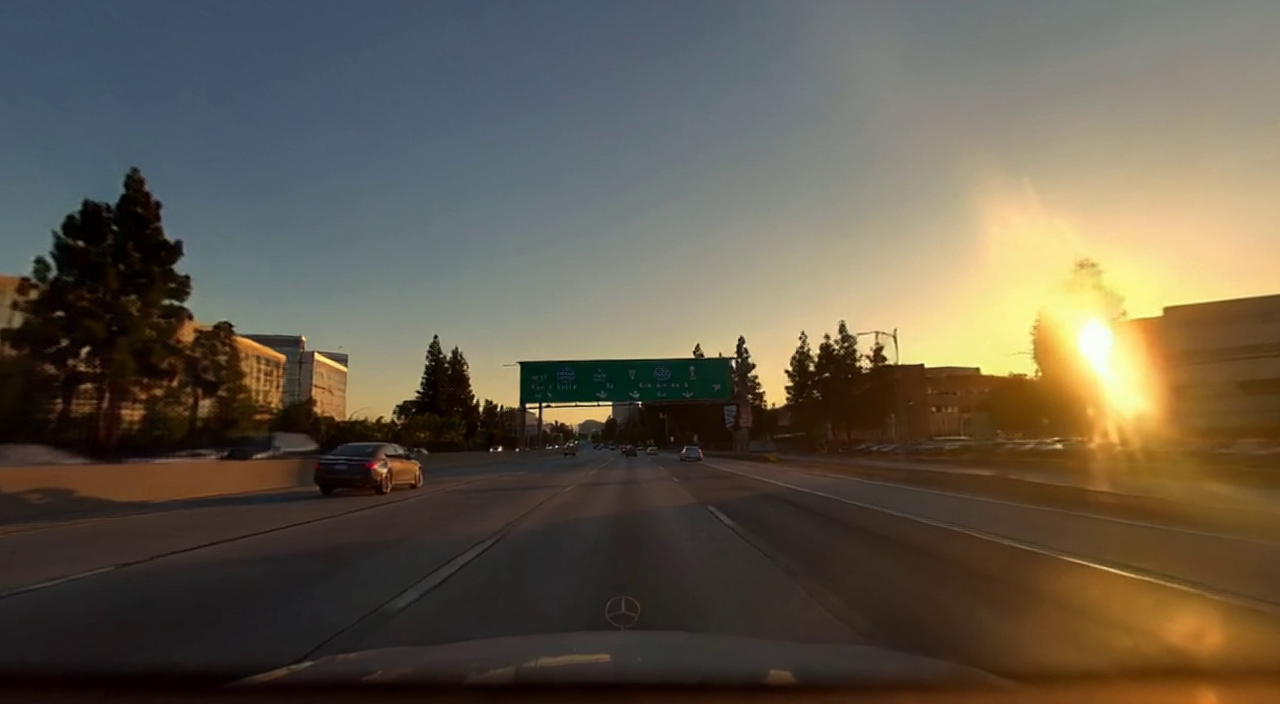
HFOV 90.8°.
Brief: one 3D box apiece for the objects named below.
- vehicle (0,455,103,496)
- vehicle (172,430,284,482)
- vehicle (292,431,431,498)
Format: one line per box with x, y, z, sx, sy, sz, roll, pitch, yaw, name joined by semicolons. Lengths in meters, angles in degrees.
-24.318;4.876;25.330;1.766;1.446;4.434;0;-9;-2;vehicle
-18.167;4.598;28.174;1.989;2.086;4.489;0;-9;-1;vehicle
-7.922;3.232;18.538;2.089;1.724;4.327;0;-9;0;vehicle
